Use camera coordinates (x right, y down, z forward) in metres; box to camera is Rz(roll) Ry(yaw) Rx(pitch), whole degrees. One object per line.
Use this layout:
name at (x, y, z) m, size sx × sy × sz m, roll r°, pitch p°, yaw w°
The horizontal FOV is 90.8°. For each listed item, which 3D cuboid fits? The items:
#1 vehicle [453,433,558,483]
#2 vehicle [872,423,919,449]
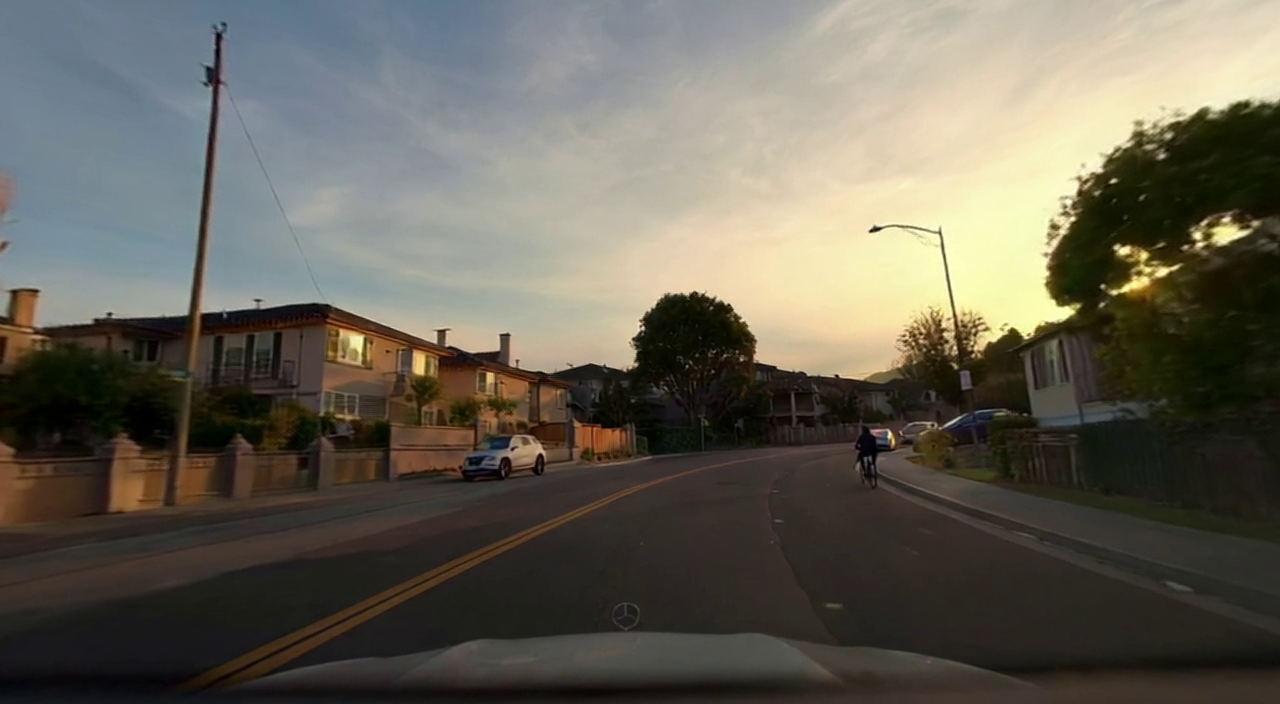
vehicle at (-4.948, 3.981, 23.965) m, size 1.937 × 1.670 × 4.391 m, roll -3°, pitch -9°, yaw 17°
vehicle at (18.069, 5.973, 44.585) m, size 2.105 × 1.705 × 4.392 m, roll -6°, pitch -10°, yaw 33°
